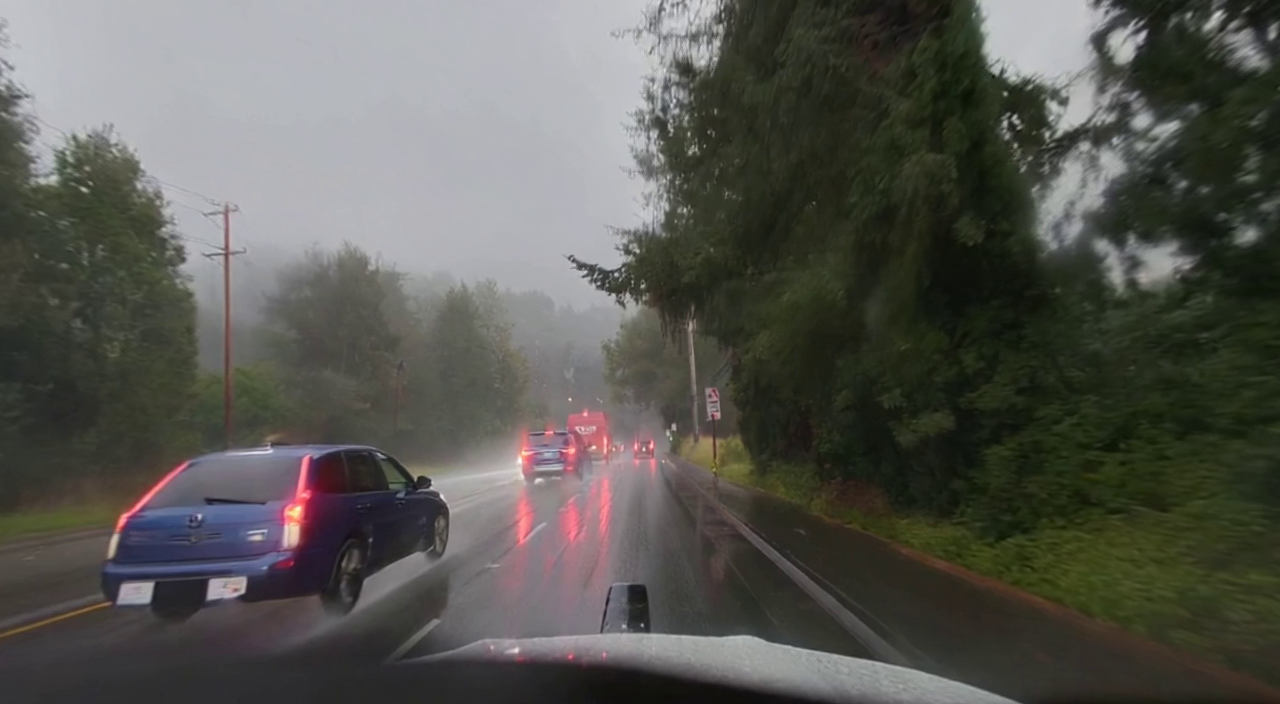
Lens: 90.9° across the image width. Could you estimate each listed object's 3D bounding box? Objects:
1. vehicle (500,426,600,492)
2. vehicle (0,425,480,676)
[{"bbox_3d":[-2.649,3.360,20.173,2.187,1.821,5.501,-1,-8,2],"label":"vehicle"},{"bbox_3d":[-3.199,1.526,6.147,1.966,1.466,4.699,0,-8,1],"label":"vehicle"}]
